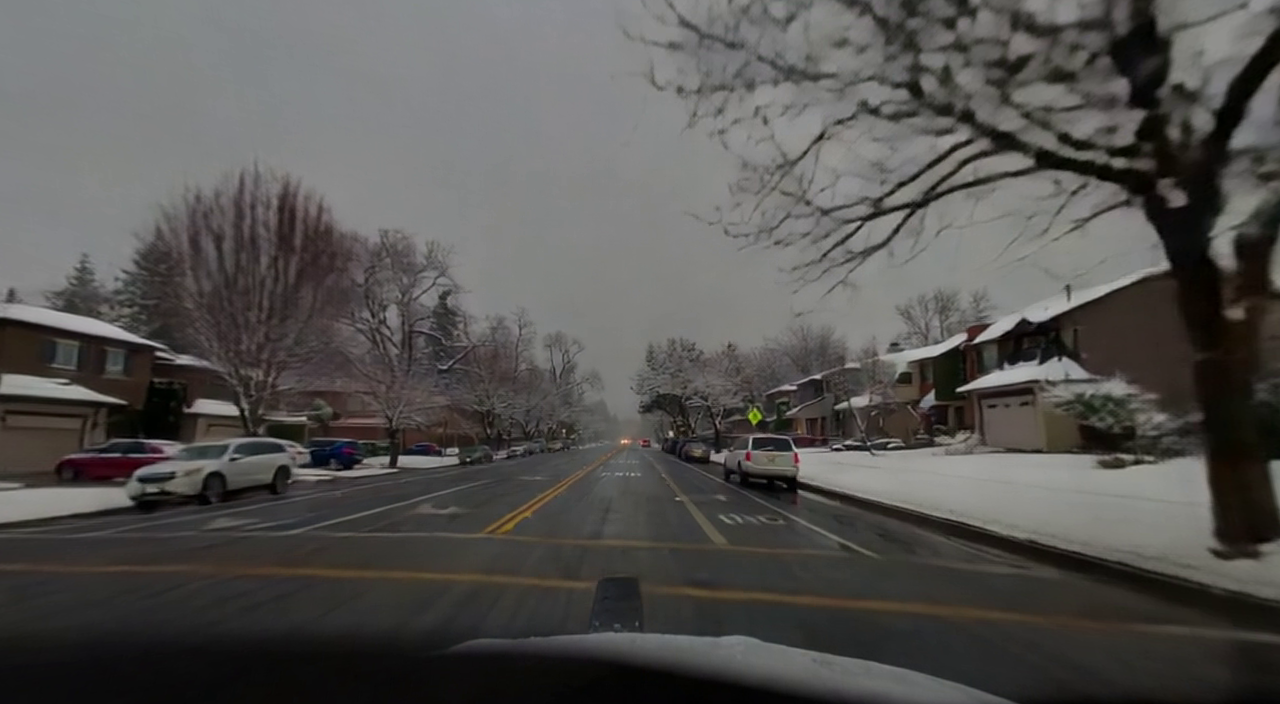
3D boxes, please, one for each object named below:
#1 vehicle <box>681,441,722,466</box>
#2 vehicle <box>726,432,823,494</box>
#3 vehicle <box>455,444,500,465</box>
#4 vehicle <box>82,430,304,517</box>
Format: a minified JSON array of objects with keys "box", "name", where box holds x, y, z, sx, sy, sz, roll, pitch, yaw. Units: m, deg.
[{"box":[3.913,6.556,41.037,1.920,1.541,4.709,1,-8,-4],"name":"vehicle"},{"box":[4.160,3.512,20.367,2.027,1.751,4.433,0,-8,-2],"name":"vehicle"},{"box":[-12.006,7.573,46.870,2.079,1.509,4.591,0,-8,1],"name":"vehicle"},{"box":[-11.827,3.206,17.416,2.199,1.988,5.454,0,-8,-1],"name":"vehicle"}]
